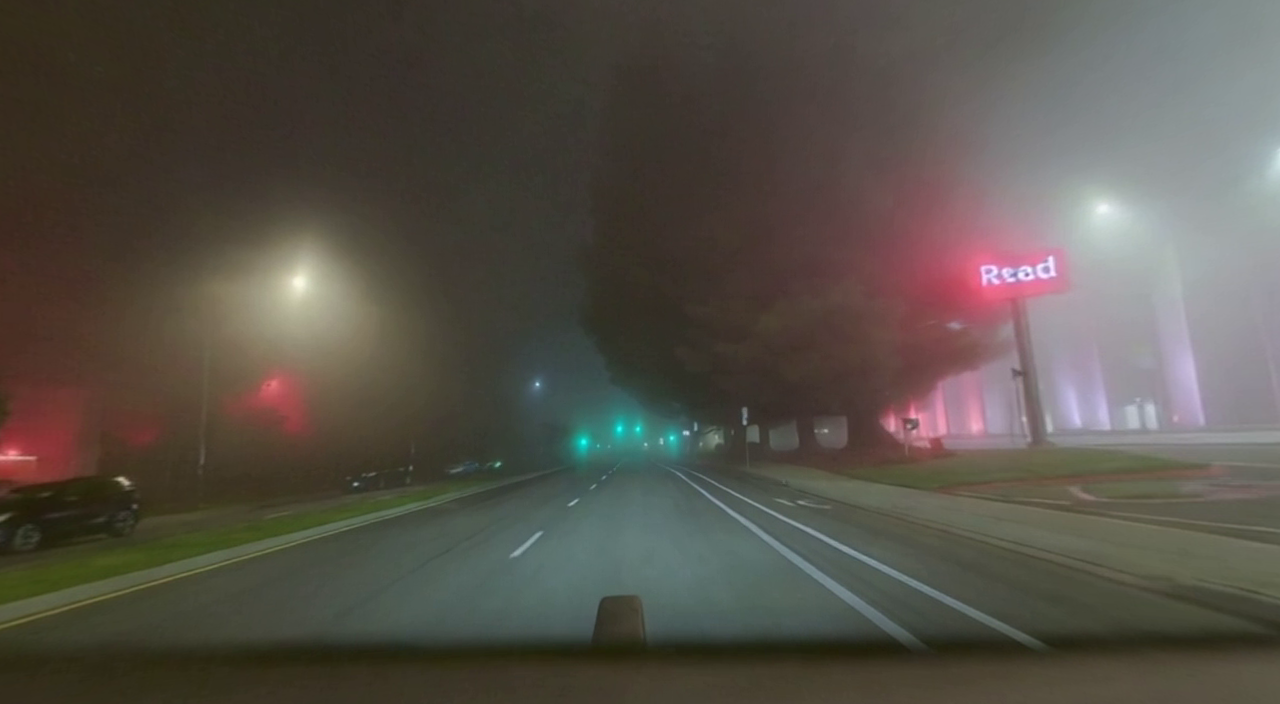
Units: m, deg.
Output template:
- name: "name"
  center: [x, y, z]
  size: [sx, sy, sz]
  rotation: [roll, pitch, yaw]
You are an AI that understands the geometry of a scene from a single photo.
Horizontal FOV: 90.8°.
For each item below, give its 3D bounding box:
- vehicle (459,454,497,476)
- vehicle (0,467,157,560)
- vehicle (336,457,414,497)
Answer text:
- name: "vehicle"
  center: [-12.626, 8.823, 49.398]
  size: [1.854, 1.442, 4.213]
  rotation: [-4, -8, -1]
- name: "vehicle"
  center: [-12.628, 3.372, 13.354]
  size: [1.953, 1.558, 3.839]
  rotation: [-6, -9, -2]
- name: "vehicle"
  center: [-12.627, 5.933, 30.349]
  size: [1.986, 1.488, 4.330]
  rotation: [-5, -8, -2]
